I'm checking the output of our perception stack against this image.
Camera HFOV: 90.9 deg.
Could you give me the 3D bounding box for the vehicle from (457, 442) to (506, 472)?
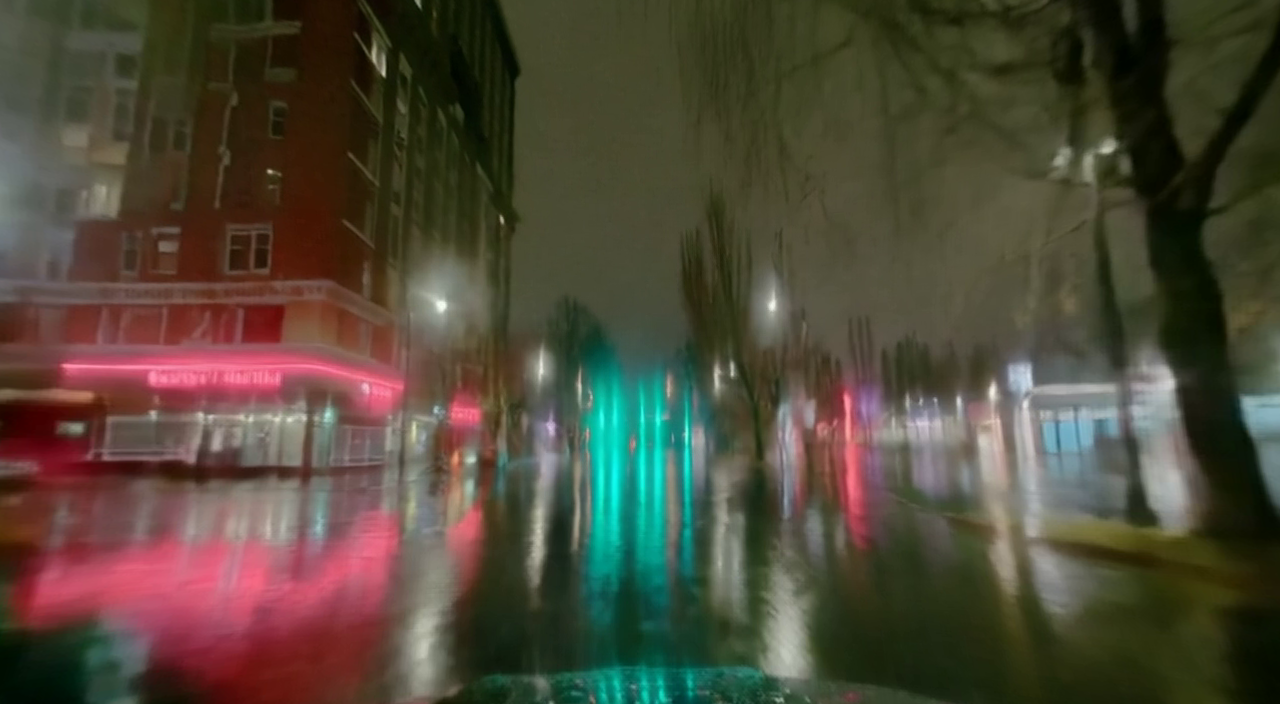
[{"bbox_3d":[-10.583,7.002,42.465,2.060,1.796,4.675,-1,-7,0],"label":"vehicle"}]
